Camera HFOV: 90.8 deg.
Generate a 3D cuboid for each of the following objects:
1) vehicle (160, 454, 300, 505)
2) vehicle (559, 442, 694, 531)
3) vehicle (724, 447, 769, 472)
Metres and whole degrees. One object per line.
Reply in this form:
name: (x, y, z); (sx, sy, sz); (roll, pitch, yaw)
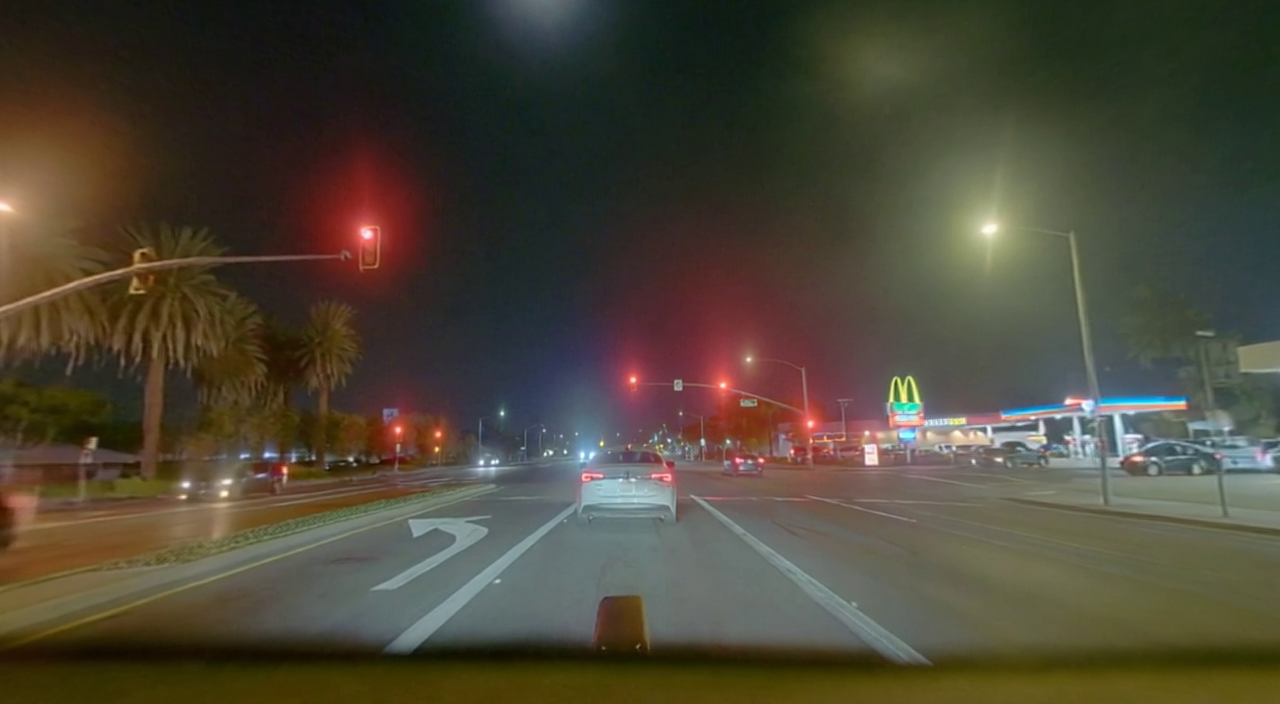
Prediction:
vehicle: (-15.211, 4.719, 23.850); (2.120, 1.629, 4.686); (0, -8, 0)
vehicle: (-0.247, 2.606, 12.988); (2.270, 1.475, 4.571); (0, -8, -1)
vehicle: (6.733, 6.812, 40.354); (2.017, 1.491, 4.420); (0, -8, -1)
